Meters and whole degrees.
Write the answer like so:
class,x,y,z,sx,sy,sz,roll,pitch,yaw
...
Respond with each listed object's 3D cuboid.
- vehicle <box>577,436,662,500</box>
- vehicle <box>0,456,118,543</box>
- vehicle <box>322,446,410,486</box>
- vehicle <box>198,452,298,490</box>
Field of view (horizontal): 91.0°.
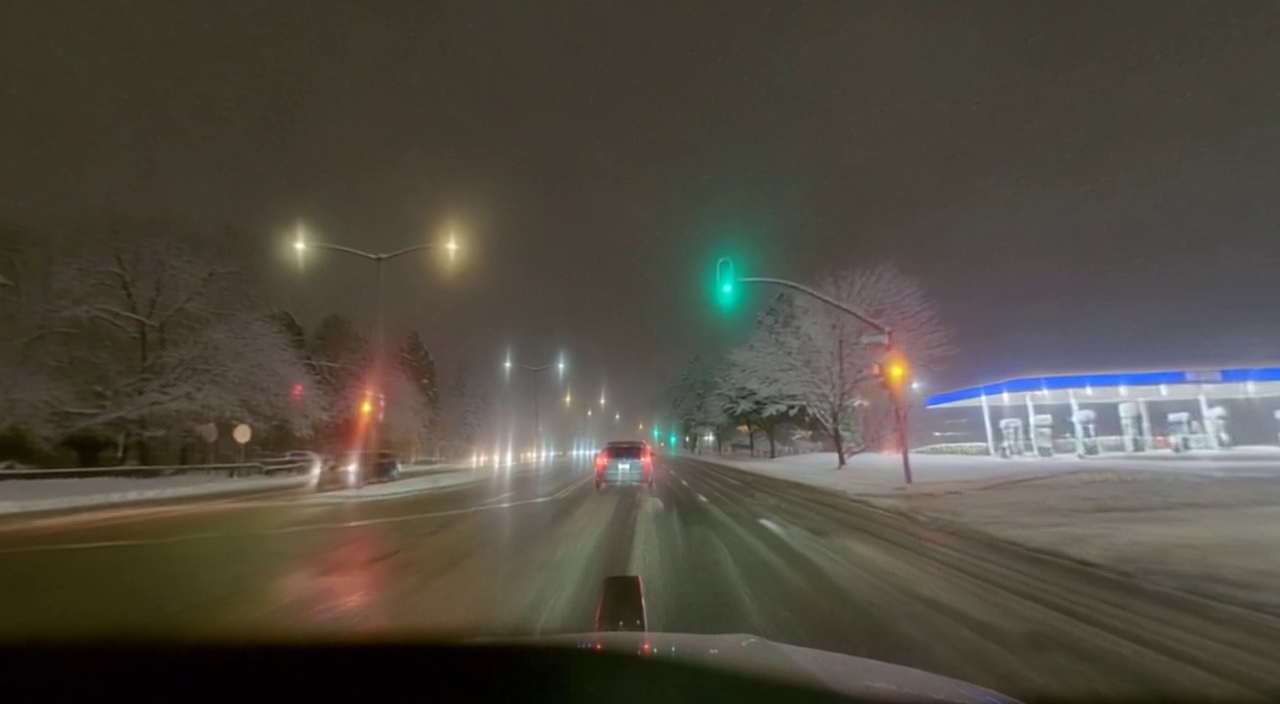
class,x,y,z,sx,sy,sz,roll,pitch,yaw
vehicle,-0.501,3.140,17.492,2.062,1.519,4.214,0,-9,0
vehicle,-12.824,2.795,11.940,1.989,1.539,4.413,0,-9,1
vehicle,-12.326,5.143,28.695,1.994,1.647,4.331,0,-9,1
vehicle,-19.780,6.013,32.073,1.979,1.710,4.652,0,-9,1
